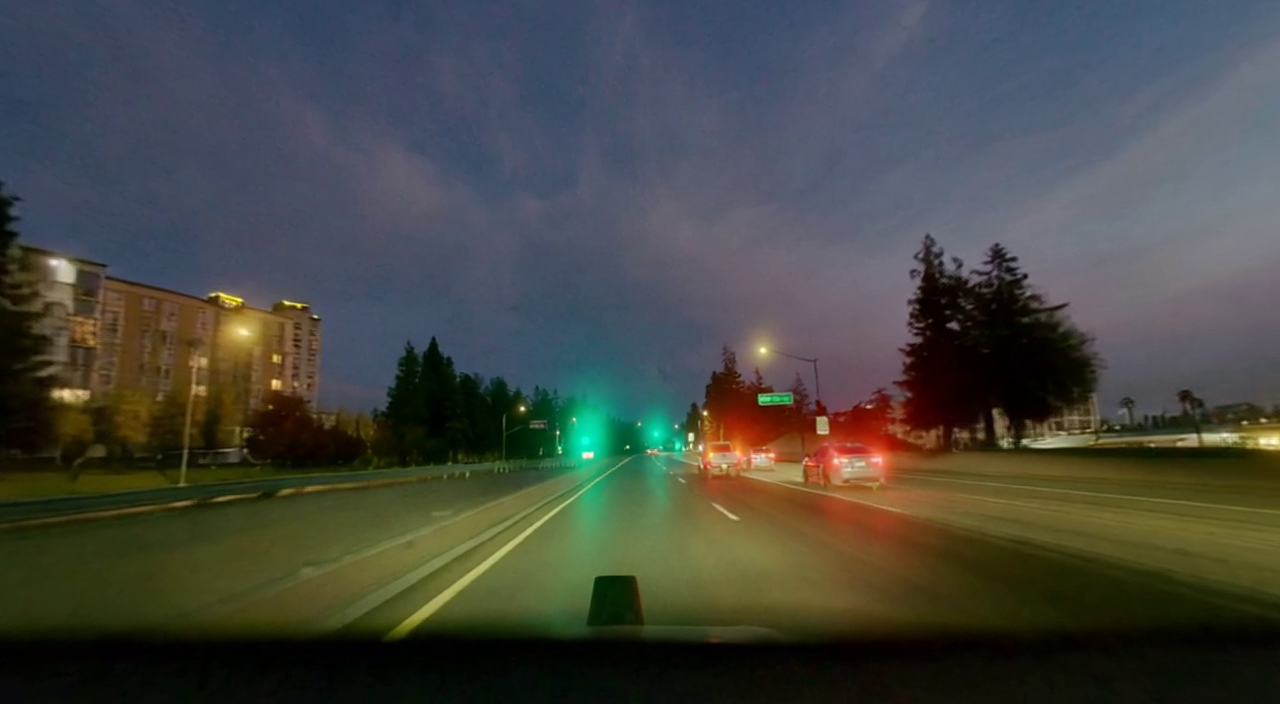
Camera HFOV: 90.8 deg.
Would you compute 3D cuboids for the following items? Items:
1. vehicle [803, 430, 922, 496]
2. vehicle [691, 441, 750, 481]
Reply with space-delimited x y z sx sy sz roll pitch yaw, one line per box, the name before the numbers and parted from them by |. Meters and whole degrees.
vehicle | 6.679 3.390 19.624 1.946 1.773 4.641 0 -9 -1
vehicle | 3.367 4.653 27.199 1.917 1.538 4.259 0 -9 -1
